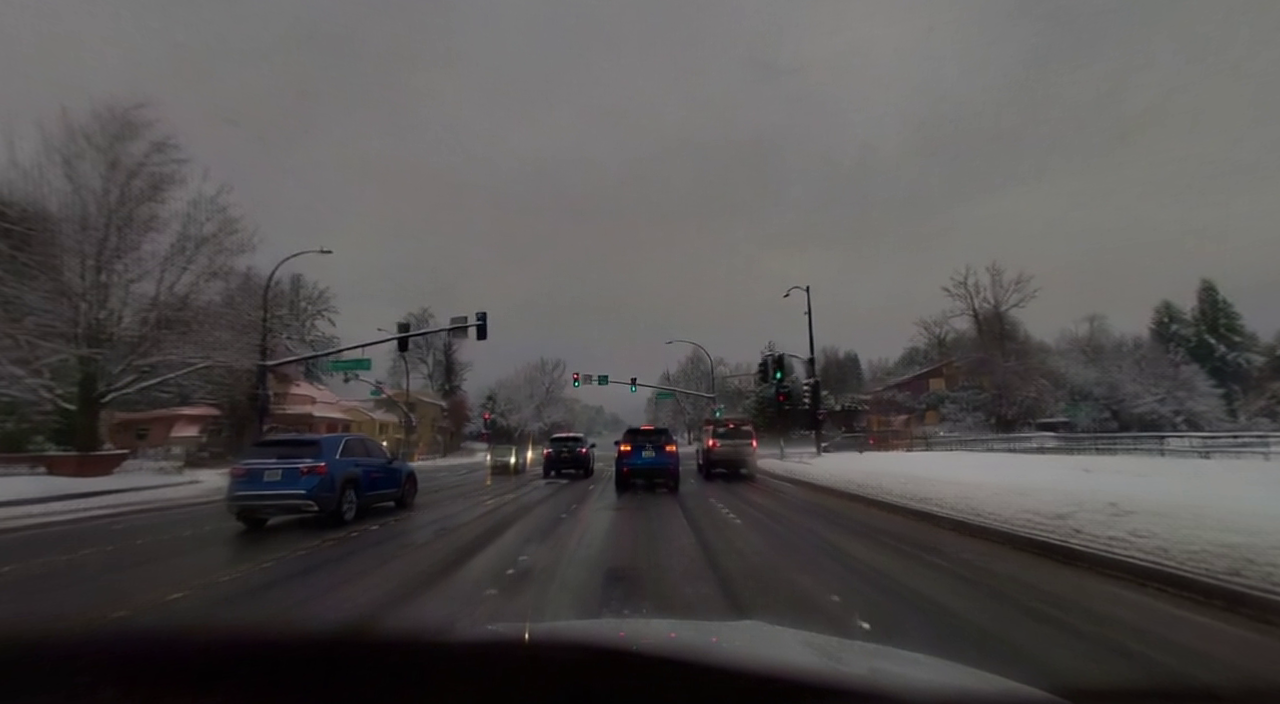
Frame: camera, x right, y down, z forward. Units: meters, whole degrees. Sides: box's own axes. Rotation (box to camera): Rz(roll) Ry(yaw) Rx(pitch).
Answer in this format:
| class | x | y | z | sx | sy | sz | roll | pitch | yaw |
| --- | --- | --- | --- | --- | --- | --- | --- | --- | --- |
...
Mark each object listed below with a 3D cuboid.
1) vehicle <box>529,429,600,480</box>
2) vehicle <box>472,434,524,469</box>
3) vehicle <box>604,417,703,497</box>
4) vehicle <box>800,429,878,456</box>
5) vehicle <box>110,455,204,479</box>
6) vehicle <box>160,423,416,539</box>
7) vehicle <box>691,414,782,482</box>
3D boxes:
| class | x | y | z | sx | sy | sz | roll | pitch | yaw |
| --- | --- | --- | --- | --- | --- | --- | --- | --- | --- |
| vehicle | -2.671 | 3.764 | 23.344 | 2.058 | 1.659 | 4.514 | 0 | -8 | 0 |
| vehicle | -7.912 | 5.450 | 34.721 | 2.108 | 1.689 | 4.316 | 1 | -8 | -22 |
| vehicle | 0.293 | 2.685 | 16.378 | 2.235 | 1.778 | 4.178 | 0 | -8 | 0 |
| vehicle | 14.410 | 6.583 | 45.788 | 4.983 | 1.560 | 1.841 | -4 | -8 | 0 |
| vehicle | -31.998 | 7.623 | 41.837 | 4.554 | 1.449 | 1.949 | 0 | -8 | 0 |
| vehicle | -5.951 | 2.219 | 11.493 | 2.052 | 1.664 | 4.476 | 0 | -8 | 0 |
| vehicle | 3.218 | 3.405 | 22.490 | 2.338 | 2.063 | 5.672 | 0 | -8 | 0 |
